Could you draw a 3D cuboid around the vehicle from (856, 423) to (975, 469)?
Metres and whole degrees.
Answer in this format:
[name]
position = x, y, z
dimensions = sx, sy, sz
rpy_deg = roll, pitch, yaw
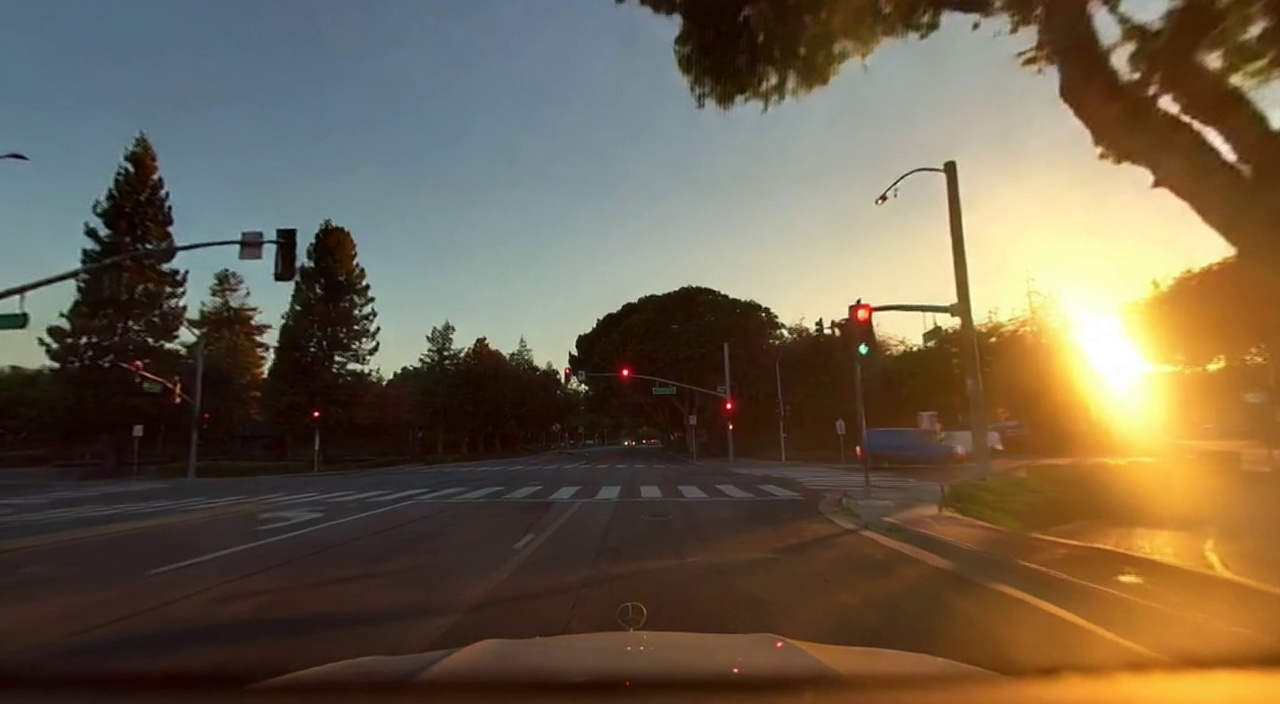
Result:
[vehicle]
position = 12.296, 4.262, 28.465
dimensions = 4.536, 1.965, 1.780
rpy_deg = -2, -9, 11
